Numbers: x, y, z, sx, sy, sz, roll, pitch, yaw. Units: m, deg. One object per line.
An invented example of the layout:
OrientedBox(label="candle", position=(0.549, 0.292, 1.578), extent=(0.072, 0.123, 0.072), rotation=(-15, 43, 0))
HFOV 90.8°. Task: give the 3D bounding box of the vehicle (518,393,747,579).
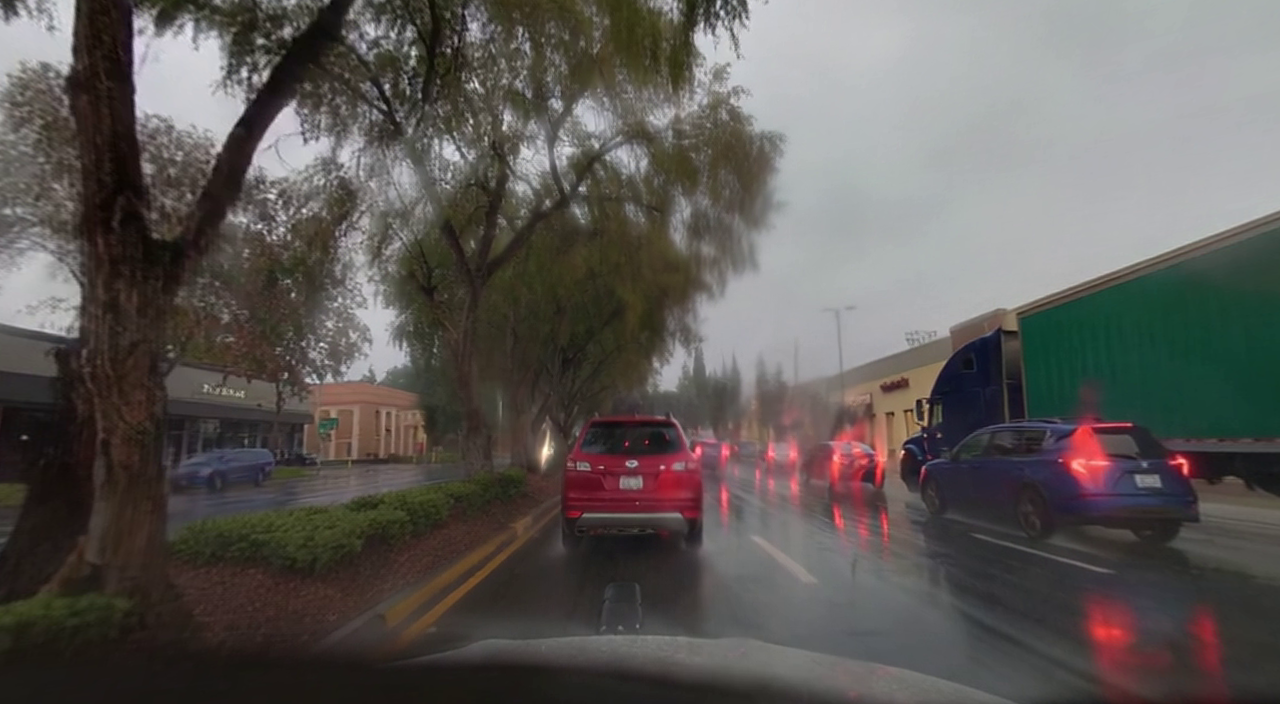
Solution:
OrientedBox(label="vehicle", position=(-0.106, 1.679, 8.609), extent=(2.320, 1.880, 4.192), rotation=(0, -9, -1))

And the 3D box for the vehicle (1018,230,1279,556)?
OrientedBox(label="vehicle", position=(9.975, 0.068, 5.250), extent=(2.879, 4.284, 17.334), rotation=(0, -9, -1))

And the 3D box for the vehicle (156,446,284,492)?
OrientedBox(label="vehicle", position=(-19.235, 5.335, 29.339), extent=(2.302, 1.939, 5.221), rotation=(0, -9, 1))

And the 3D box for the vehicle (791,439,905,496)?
OrientedBox(label="vehicle", position=(6.263, 3.514, 19.653), extent=(2.035, 1.553, 4.465), rotation=(0, -9, 0))

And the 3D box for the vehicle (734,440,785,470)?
OrientedBox(label="vehicle", position=(6.451, 5.605, 34.625), extent=(1.914, 1.523, 4.287), rotation=(0, -9, 0))
